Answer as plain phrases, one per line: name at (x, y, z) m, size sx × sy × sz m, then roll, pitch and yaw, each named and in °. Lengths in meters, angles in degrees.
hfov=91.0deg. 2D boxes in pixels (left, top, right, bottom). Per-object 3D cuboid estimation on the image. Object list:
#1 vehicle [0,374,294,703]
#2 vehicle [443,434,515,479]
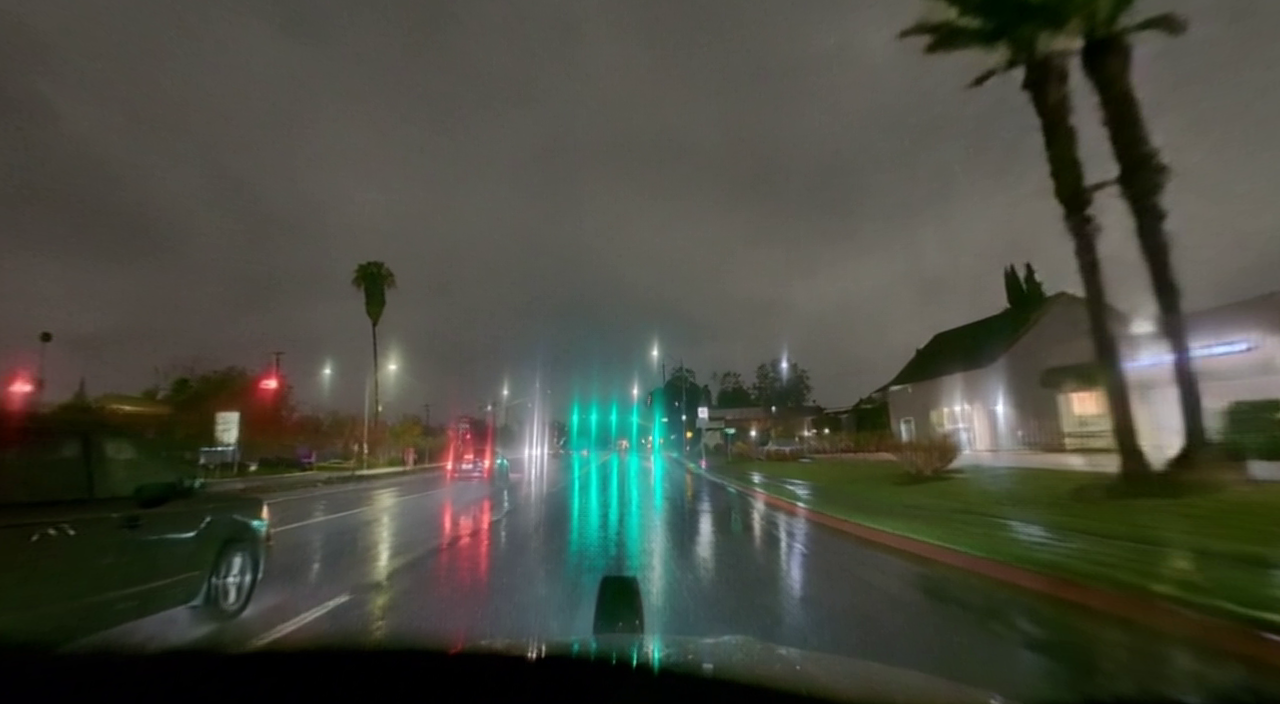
vehicle at (-4.000, 0.996, 3.274) m, size 2.041 × 1.666 × 4.182 m, roll 0°, pitch -8°, yaw -1°
vehicle at (-7.125, 4.658, 28.342) m, size 2.136 × 1.844 × 4.363 m, roll 0°, pitch -8°, yaw -1°
